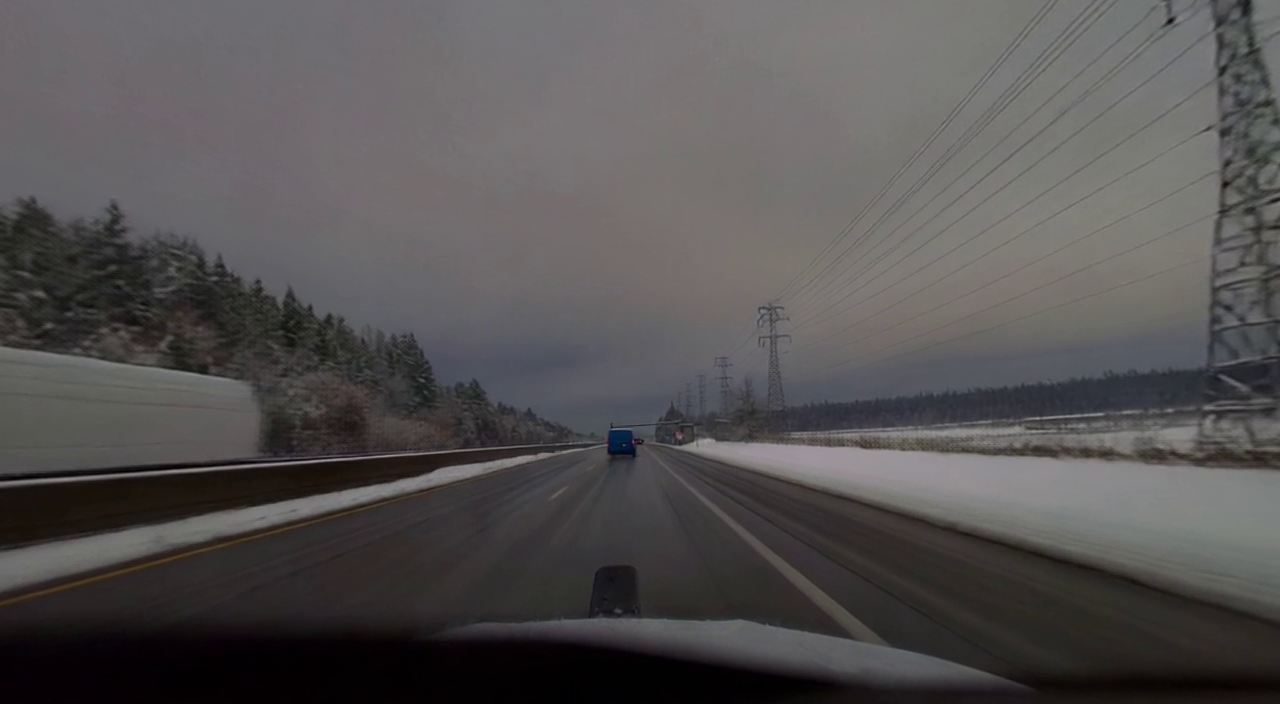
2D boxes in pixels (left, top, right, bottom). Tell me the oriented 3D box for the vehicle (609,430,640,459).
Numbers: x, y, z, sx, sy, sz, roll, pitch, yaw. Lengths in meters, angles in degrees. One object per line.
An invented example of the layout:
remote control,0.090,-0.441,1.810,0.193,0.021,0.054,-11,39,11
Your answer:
vehicle,-1.022,6.430,43.804,2.041,1.856,4.353,0,-8,0

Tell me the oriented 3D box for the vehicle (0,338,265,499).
vehicle,-17.202,2.121,18.928,2.870,3.941,14.518,0,-8,0
